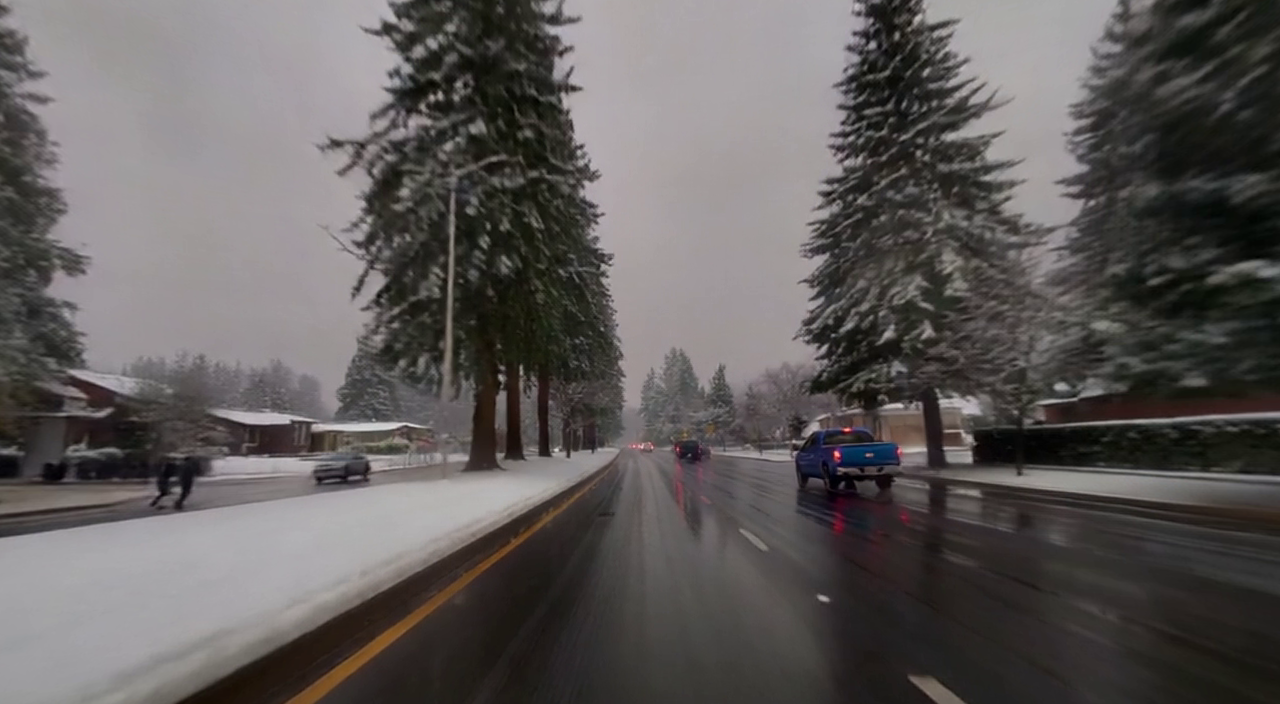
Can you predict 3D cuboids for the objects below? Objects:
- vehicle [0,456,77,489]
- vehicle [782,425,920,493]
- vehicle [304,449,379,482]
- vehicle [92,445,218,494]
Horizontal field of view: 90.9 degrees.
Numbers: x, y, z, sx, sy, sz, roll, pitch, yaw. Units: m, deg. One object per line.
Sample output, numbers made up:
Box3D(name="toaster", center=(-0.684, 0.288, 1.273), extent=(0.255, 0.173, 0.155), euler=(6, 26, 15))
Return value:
Box3D(name="vehicle", center=(-38.040, 7.452, 39.117), extent=(4.138, 1.865, 1.998), euler=(0, -8, -1))
Box3D(name="vehicle", center=(6.210, 3.251, 19.504), extent=(2.262, 1.769, 5.666), euler=(0, -8, -1))
Box3D(name="vehicle", center=(-14.213, 5.416, 30.306), extent=(1.803, 1.438, 4.538), euler=(1, -9, -6))
Box3D(name="vehicle", center=(-23.134, 5.521, 30.068), extent=(5.541, 2.074, 2.416), euler=(-4, -9, 26))
